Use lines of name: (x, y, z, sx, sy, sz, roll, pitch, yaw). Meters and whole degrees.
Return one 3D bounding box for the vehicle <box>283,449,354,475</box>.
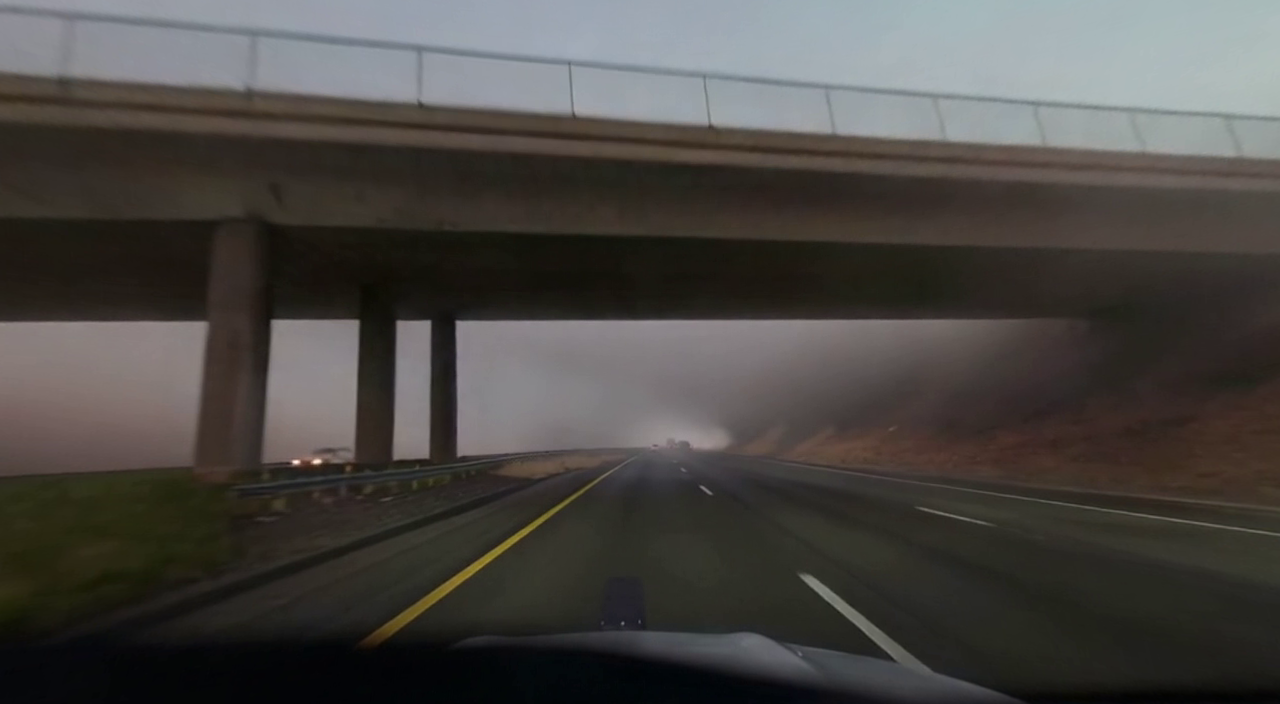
vehicle: (-20.265, 6.961, 39.846, 1.938, 1.495, 4.747, 0, -9, 1)
